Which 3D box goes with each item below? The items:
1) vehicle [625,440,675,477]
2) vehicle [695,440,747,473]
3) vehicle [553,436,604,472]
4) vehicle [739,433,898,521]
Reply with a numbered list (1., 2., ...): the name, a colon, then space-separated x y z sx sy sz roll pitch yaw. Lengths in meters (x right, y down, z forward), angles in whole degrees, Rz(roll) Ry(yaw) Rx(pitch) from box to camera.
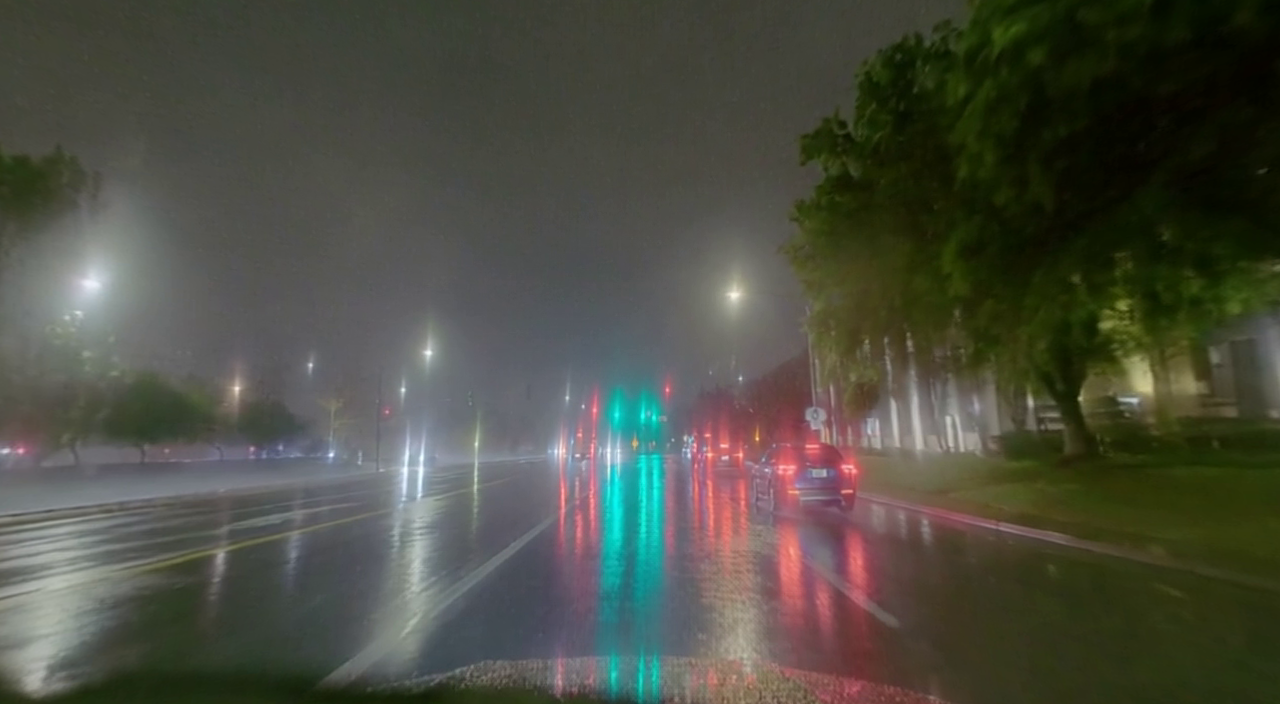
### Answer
1. vehicle: 0.415 4.542 27.066 1.971 1.433 3.923 0 -8 1
2. vehicle: 3.890 5.087 30.934 1.913 1.463 4.198 0 -8 -1
3. vehicle: -3.062 5.192 32.322 2.023 1.720 4.452 0 -8 2
4. vehicle: 3.358 2.434 12.857 1.948 1.474 4.360 0 -8 0
